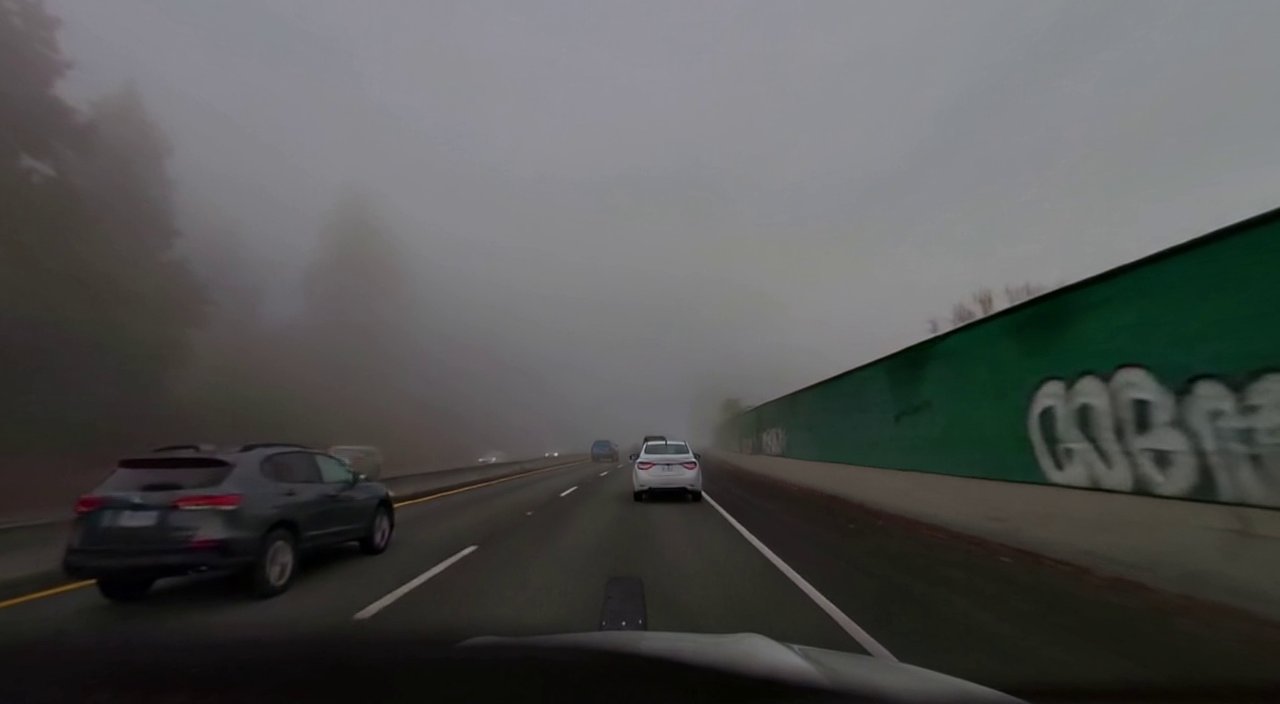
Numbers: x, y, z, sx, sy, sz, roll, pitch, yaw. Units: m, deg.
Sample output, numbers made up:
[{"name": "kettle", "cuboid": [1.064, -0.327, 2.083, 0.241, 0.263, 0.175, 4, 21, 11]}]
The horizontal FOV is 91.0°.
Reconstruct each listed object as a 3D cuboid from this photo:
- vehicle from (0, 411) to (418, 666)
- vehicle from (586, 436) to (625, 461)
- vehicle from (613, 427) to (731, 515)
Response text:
[{"name": "vehicle", "cuboid": [-3.881, 1.390, 5.823, 2.059, 1.471, 4.152, 0, -8, 1]}, {"name": "vehicle", "cuboid": [-2.197, 6.345, 41.427, 2.105, 1.571, 3.727, -1, -8, 4]}, {"name": "vehicle", "cuboid": [0.578, 2.376, 13.079, 2.077, 1.533, 3.854, 0, -8, 0]}]
